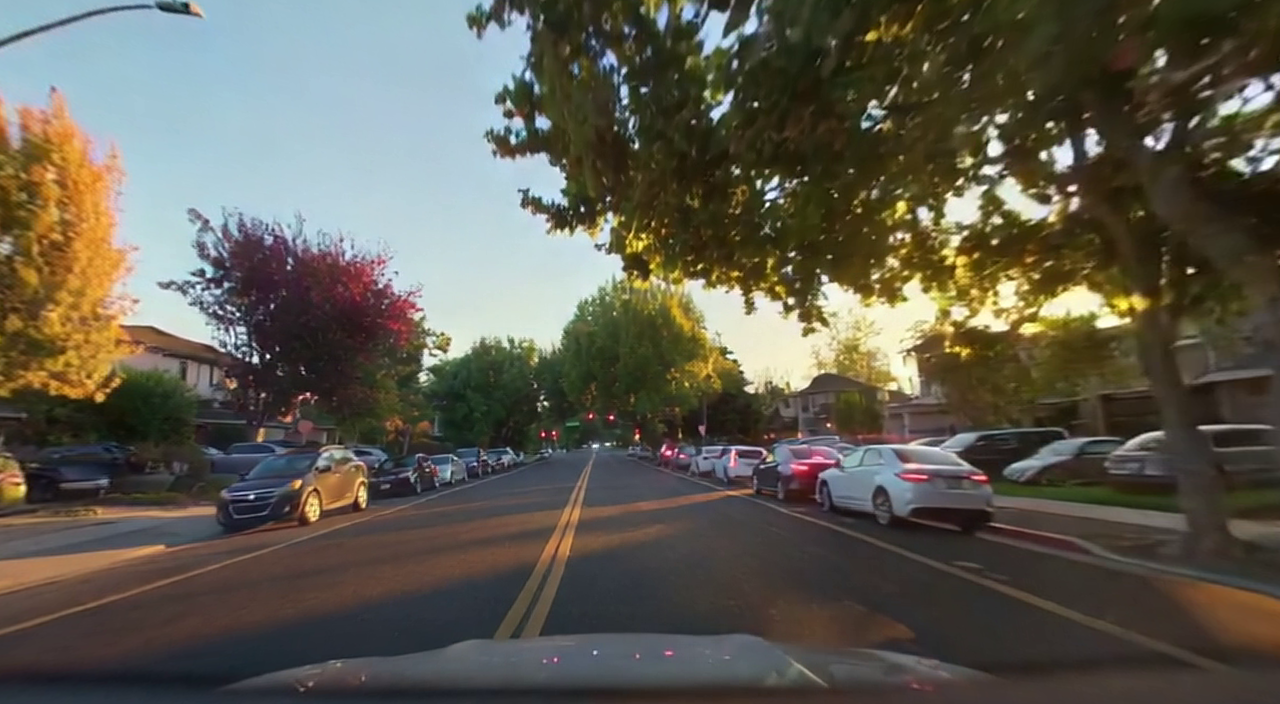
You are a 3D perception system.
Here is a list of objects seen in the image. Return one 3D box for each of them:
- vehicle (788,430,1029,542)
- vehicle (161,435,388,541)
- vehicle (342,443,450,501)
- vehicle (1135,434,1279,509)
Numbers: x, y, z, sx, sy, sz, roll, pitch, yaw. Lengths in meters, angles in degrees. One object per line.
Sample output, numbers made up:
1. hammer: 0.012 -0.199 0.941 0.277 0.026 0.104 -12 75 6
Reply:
1. vehicle: 4.207 2.178 10.935 1.861 1.490 4.619 1 -9 -4
2. vehicle: -7.435 2.815 13.716 2.033 1.759 5.372 -1 -9 -4
3. vehicle: -7.815 3.882 20.807 1.947 1.665 4.716 1 -9 -4
4. vehicle: 12.767 2.368 12.752 4.028 1.380 1.826 0 -9 -3
